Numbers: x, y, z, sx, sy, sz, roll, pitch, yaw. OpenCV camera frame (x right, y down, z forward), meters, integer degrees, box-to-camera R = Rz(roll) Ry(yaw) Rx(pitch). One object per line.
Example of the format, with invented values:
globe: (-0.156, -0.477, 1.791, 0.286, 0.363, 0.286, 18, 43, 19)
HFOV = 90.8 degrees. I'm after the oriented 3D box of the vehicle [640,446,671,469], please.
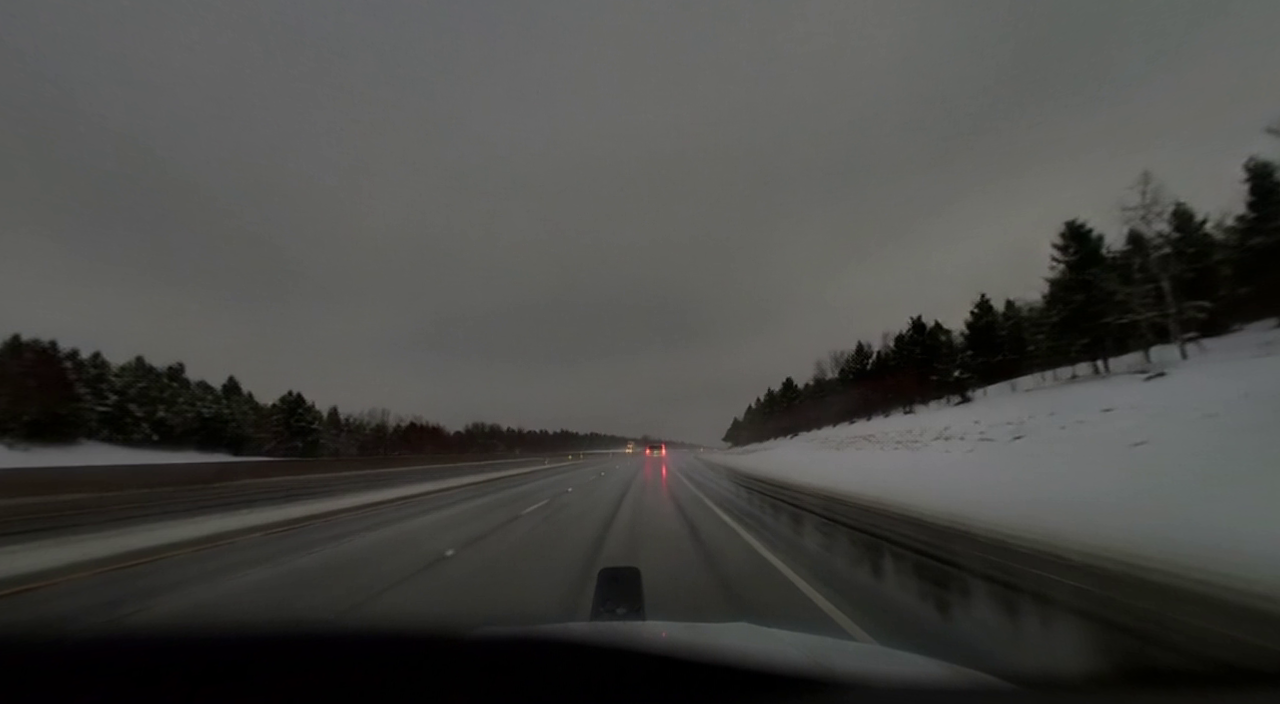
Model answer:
vehicle: (1.205, 7.862, 47.220, 2.221, 1.603, 4.149, -1, -9, 2)
